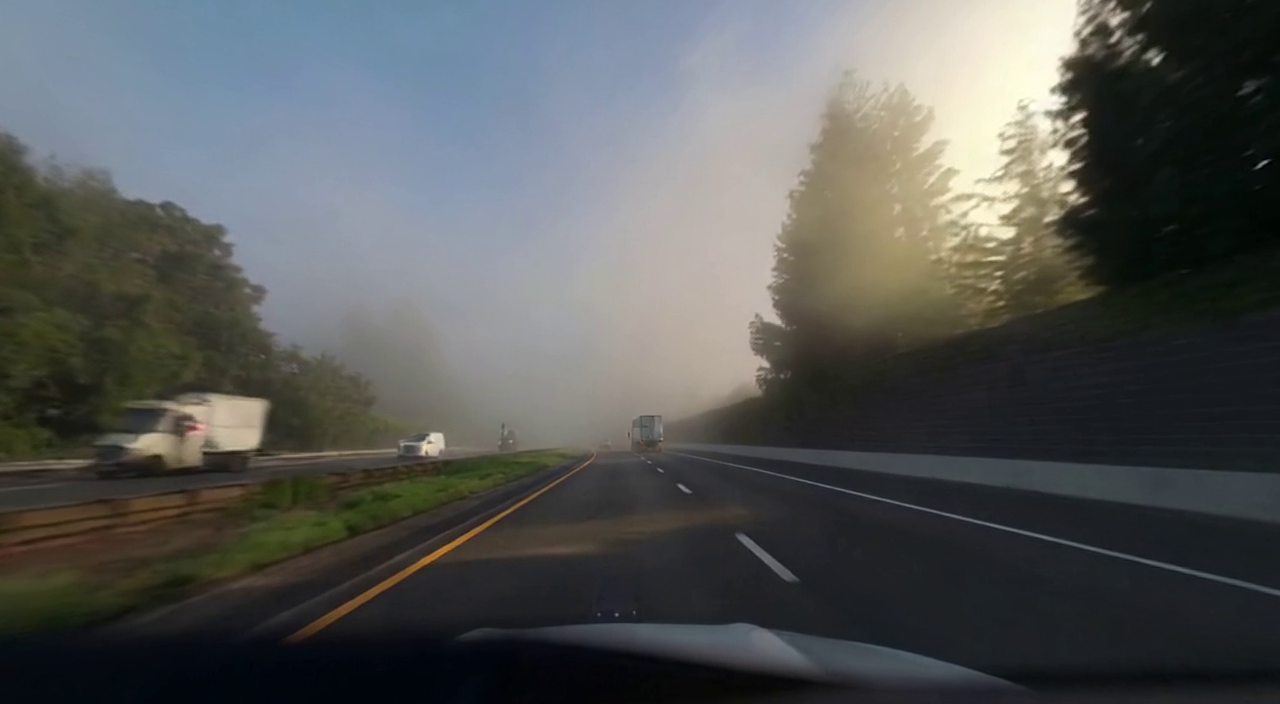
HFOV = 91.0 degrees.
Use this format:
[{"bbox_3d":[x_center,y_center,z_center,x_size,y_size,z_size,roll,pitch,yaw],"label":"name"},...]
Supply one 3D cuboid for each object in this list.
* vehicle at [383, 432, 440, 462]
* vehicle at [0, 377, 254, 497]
[{"bbox_3d":[-13.652,5.723,37.886,1.927,1.660,4.333,0,-8,-1],"label":"vehicle"},{"bbox_3d":[-13.442,2.311,17.023,2.294,2.641,5.907,0,-8,-2],"label":"vehicle"}]
